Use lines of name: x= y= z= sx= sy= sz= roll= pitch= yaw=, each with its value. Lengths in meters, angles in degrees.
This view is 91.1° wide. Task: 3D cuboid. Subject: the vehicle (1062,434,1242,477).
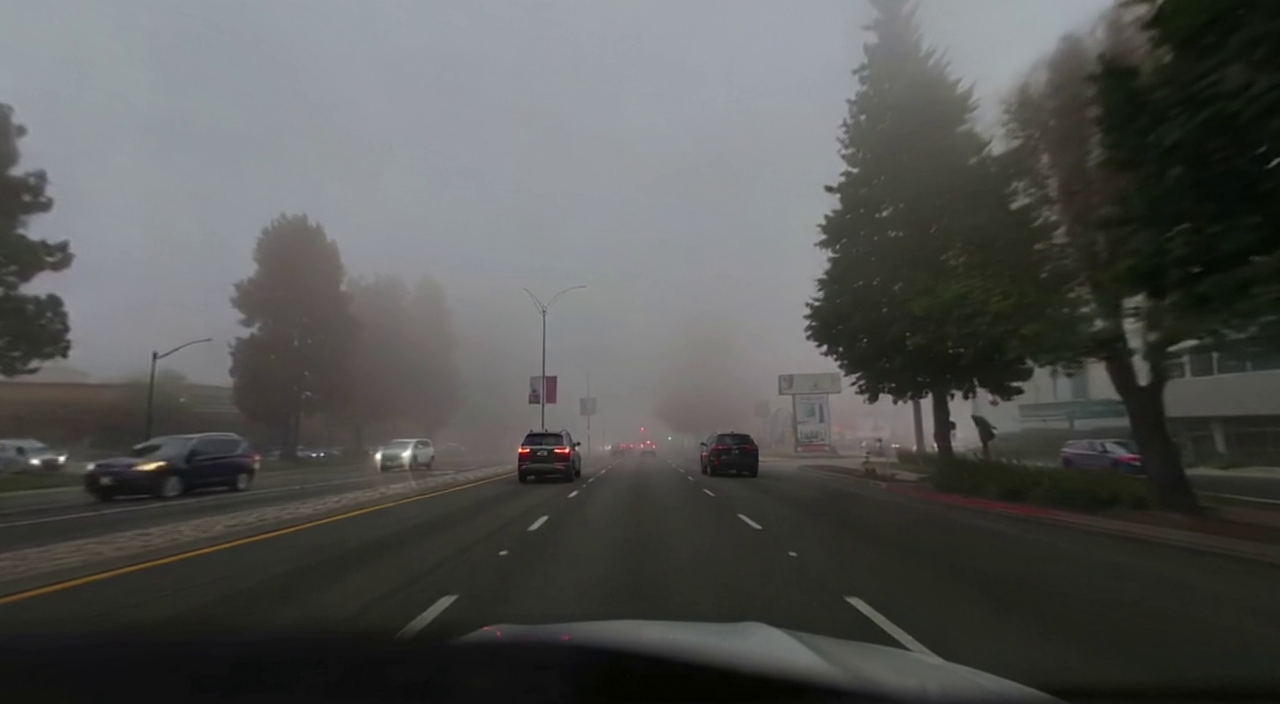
vehicle: x=18.433 y=3.740 z=22.809 sx=4.642 sy=1.450 sz=2.087 roll=0 pitch=-8 yaw=2

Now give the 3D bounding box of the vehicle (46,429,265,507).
vehicle: x=-12.108 y=2.906 z=16.211 sx=1.998 sy=1.705 sz=4.465 roll=0 pitch=-8 yaw=1

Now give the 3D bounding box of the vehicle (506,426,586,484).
vehicle: x=-3.115 y=3.509 z=21.711 sx=2.014 sy=1.775 sz=4.404 roll=0 pitch=-8 yaw=1

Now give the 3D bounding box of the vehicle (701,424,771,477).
vehicle: x=3.733 y=3.923 z=25.222 sx=2.024 sy=1.921 sz=4.431 roll=0 pitch=-8 yaw=-1

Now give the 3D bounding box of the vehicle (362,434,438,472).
vehicle: x=-12.027 y=5.093 z=31.855 sx=2.023 sy=1.729 sz=4.478 roll=0 pitch=-8 yaw=1
